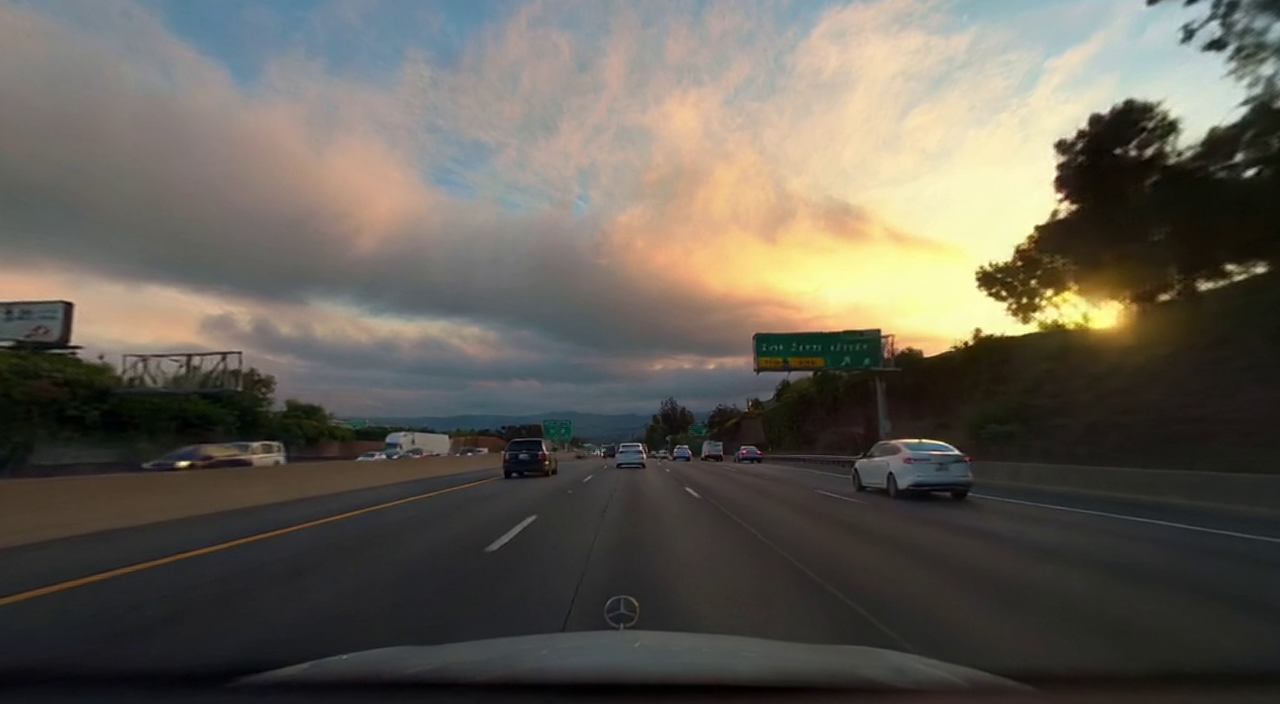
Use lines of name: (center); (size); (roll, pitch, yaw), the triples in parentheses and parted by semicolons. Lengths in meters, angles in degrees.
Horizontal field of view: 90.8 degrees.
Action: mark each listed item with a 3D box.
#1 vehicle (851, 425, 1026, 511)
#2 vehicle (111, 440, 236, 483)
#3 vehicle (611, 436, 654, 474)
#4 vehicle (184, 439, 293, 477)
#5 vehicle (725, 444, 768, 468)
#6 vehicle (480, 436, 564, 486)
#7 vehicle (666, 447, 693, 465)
vehicle: (6.604, 2.605, 14.609); (1.944, 1.666, 4.184); (0, -9, 0)
vehicle: (-17.801, 4.184, 24.359); (1.817, 1.500, 3.838); (0, -9, 0)
vehicle: (-0.347, 5.144, 31.792); (2.002, 1.759, 4.658); (0, -8, 0)
vehicle: (-21.366, 5.650, 33.977); (2.093, 1.851, 5.667); (0, -9, 0)
vehicle: (6.743, 6.629, 40.433); (1.879, 1.428, 4.402); (0, -9, -1)
vehicle: (-4.197, 3.974, 23.278); (2.126, 1.631, 4.643); (0, -8, 1)
vehicle: (2.975, 7.993, 48.634); (1.816, 1.353, 3.809); (0, -8, -1)
